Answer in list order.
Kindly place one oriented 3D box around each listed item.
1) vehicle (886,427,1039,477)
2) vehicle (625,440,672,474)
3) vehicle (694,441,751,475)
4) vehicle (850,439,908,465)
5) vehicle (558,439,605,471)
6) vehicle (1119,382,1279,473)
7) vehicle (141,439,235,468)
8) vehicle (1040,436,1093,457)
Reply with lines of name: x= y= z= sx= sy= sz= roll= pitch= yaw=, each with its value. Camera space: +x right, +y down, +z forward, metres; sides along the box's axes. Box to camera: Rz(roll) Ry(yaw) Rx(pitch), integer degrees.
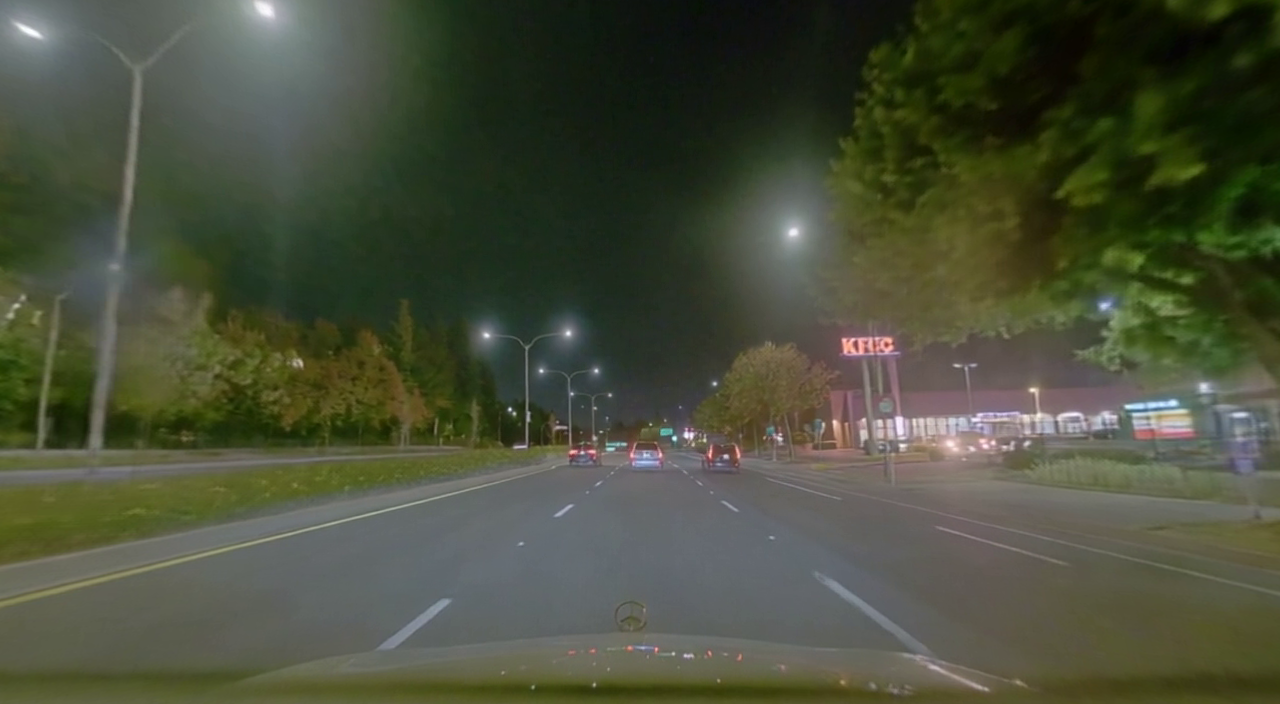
vehicle: x=13.375 y=4.189 z=26.429 sx=5.144 sy=1.834 sz=2.188 roll=-2 pitch=-9 yaw=2
vehicle: x=0.380 y=4.913 z=29.684 sx=2.059 sy=1.477 sz=4.216 roll=0 pitch=-8 yaw=0
vehicle: x=3.788 y=4.947 z=29.712 sx=2.012 sy=1.462 sz=4.400 roll=0 pitch=-8 yaw=-1
vehicle: x=15.456 y=6.486 z=41.047 sx=2.099 sy=1.526 sz=4.555 roll=-1 pitch=-8 yaw=2
vehicle: x=-3.025 y=5.444 z=33.487 sx=1.995 sy=1.607 sz=4.086 roll=0 pitch=-8 yaw=1
vehicle: x=26.141 y=3.236 z=27.103 sx=8.385 sy=3.654 sz=2.810 roll=-1 pitch=-8 yaw=2
vehicle: x=-34.964 y=7.827 z=49.053 sx=2.578 sy=1.973 sz=6.455 roll=1 pitch=-8 yaw=-1
vehicle: x=32.693 y=7.261 z=48.411 sx=1.777 sy=1.465 sz=3.743 roll=-1 pitch=-9 yaw=7
